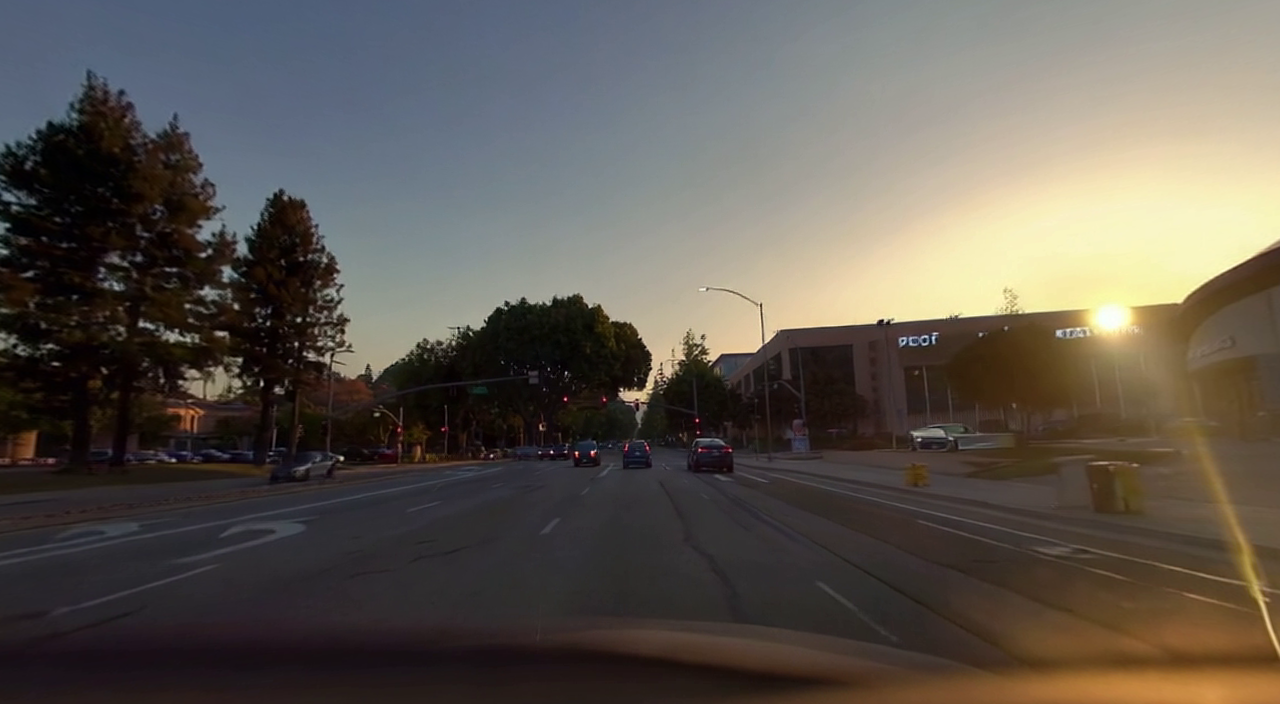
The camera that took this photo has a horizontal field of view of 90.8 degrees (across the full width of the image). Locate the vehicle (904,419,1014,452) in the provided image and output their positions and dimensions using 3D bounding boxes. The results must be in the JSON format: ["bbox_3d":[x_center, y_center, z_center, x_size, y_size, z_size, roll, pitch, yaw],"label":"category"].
[{"bbox_3d":[15.656,4.143,31.212,4.344,1.512,1.936,-1,-9,5],"label":"vehicle"}]

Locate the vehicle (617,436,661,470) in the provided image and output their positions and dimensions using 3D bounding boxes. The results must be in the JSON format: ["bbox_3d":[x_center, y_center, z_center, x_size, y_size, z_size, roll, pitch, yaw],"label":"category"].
[{"bbox_3d":[-0.111,5.290,33.182,2.146,1.685,4.003,0,-9,-2],"label":"vehicle"}]

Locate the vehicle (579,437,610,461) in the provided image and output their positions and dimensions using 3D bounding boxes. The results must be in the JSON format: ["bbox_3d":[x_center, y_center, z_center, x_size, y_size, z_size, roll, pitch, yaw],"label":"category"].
[{"bbox_3d":[-3.544,7.658,49.695,2.106,1.778,4.444,0,-9,0],"label":"vehicle"}]

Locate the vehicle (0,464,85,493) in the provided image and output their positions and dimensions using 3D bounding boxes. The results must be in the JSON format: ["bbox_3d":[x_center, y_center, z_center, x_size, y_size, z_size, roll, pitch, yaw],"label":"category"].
[{"bbox_3d":[-34.223,7.080,35.589,4.068,1.462,1.835,5,-10,-31],"label":"vehicle"}]

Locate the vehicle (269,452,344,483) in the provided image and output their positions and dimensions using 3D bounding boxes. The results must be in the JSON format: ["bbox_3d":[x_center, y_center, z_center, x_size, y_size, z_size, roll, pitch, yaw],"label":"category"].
[{"bbox_3d":[-18.231,6.291,34.739,1.832,1.515,4.369,0,-9,-2],"label":"vehicle"}]

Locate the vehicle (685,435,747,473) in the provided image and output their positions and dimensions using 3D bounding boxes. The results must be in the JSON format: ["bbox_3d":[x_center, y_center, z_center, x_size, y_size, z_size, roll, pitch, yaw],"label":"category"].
[{"bbox_3d":[3.578,4.916,30.643,2.198,1.660,4.512,0,-9,-3],"label":"vehicle"}]
